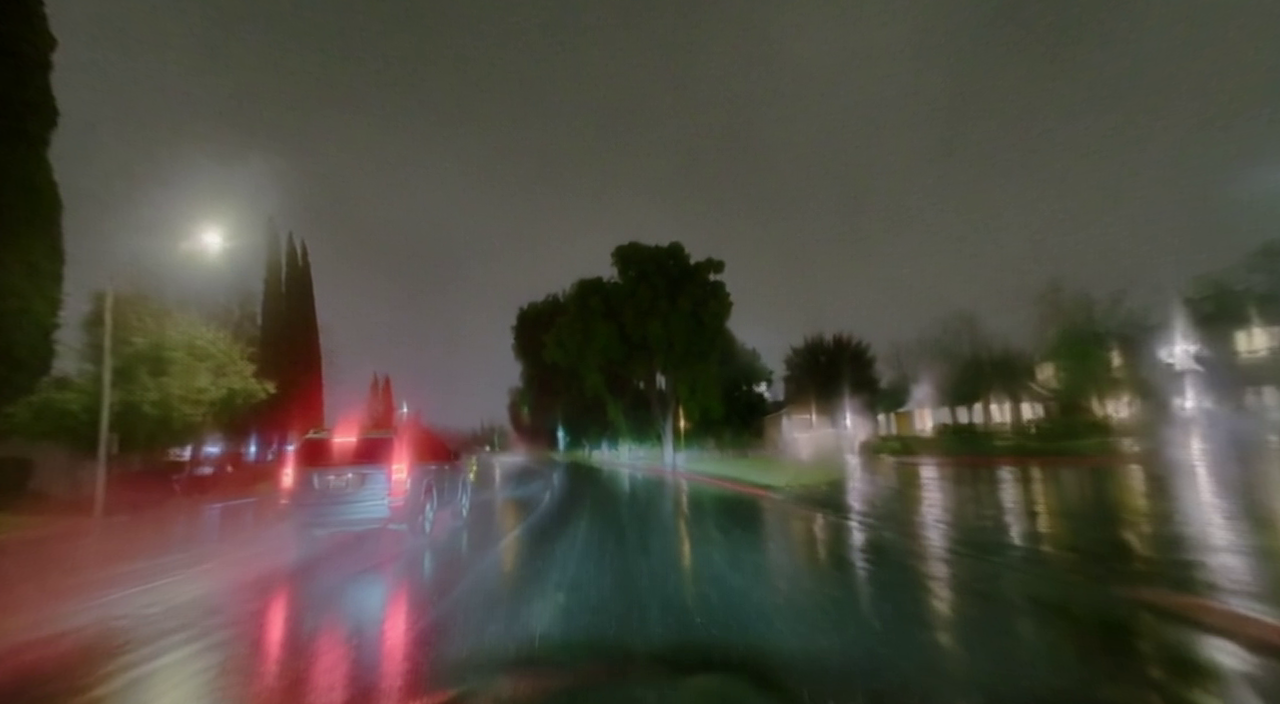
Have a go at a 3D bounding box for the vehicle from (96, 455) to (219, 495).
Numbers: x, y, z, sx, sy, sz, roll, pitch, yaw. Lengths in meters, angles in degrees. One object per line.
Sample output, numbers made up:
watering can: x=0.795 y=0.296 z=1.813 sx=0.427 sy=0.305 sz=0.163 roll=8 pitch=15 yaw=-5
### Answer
vehicle: x=-25.625 y=6.506 z=33.715 sx=4.809 sy=1.471 sz=2.012 roll=-5 pitch=-8 yaw=-10

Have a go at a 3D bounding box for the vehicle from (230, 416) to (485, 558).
vehicle: x=-4.099 y=2.028 z=10.237 sx=2.175 sy=1.772 sz=4.442 roll=0 pitch=-8 yaw=-2
